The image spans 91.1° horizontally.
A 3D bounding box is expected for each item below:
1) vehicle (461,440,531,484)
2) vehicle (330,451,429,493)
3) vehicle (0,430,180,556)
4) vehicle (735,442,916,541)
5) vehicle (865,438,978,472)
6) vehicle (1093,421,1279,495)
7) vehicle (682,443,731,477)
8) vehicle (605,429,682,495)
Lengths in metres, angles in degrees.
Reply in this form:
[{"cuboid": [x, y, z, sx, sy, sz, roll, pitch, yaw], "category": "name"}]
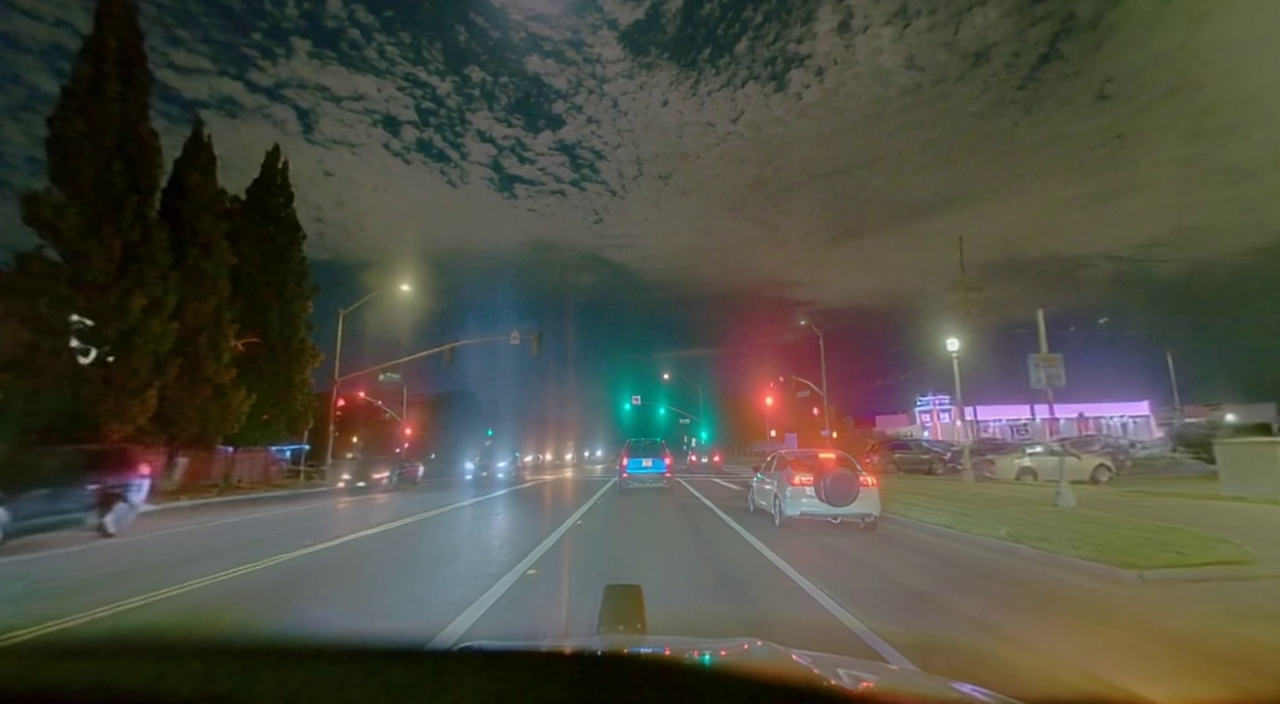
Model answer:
[{"cuboid": [-6.416, 4.944, 28.526, 2.092, 1.802, 4.270, 0, -8, 1], "category": "vehicle"}, {"cuboid": [-10.007, 4.615, 24.557, 1.962, 1.458, 4.505, 0, -8, 0], "category": "vehicle"}, {"cuboid": [-10.172, 2.159, 9.930, 2.161, 1.764, 4.725, 0, -8, 0], "category": "vehicle"}, {"cuboid": [3.154, 2.455, 11.790, 1.900, 1.478, 4.425, 0, -8, -2], "category": "vehicle"}, {"cuboid": [13.675, 5.024, 30.745, 4.507, 1.610, 2.045, 0, -9, 0], "category": "vehicle"}, {"cuboid": [13.685, 2.447, 14.672, 4.648, 1.583, 2.018, 0, -9, -3], "category": "vehicle"}, {"cuboid": [3.584, 5.908, 34.592, 2.138, 1.729, 4.178, 0, -8, -1], "category": "vehicle"}, {"cuboid": [0.093, 3.610, 20.917, 2.296, 1.947, 4.168, 0, -8, 0], "category": "vehicle"}]
